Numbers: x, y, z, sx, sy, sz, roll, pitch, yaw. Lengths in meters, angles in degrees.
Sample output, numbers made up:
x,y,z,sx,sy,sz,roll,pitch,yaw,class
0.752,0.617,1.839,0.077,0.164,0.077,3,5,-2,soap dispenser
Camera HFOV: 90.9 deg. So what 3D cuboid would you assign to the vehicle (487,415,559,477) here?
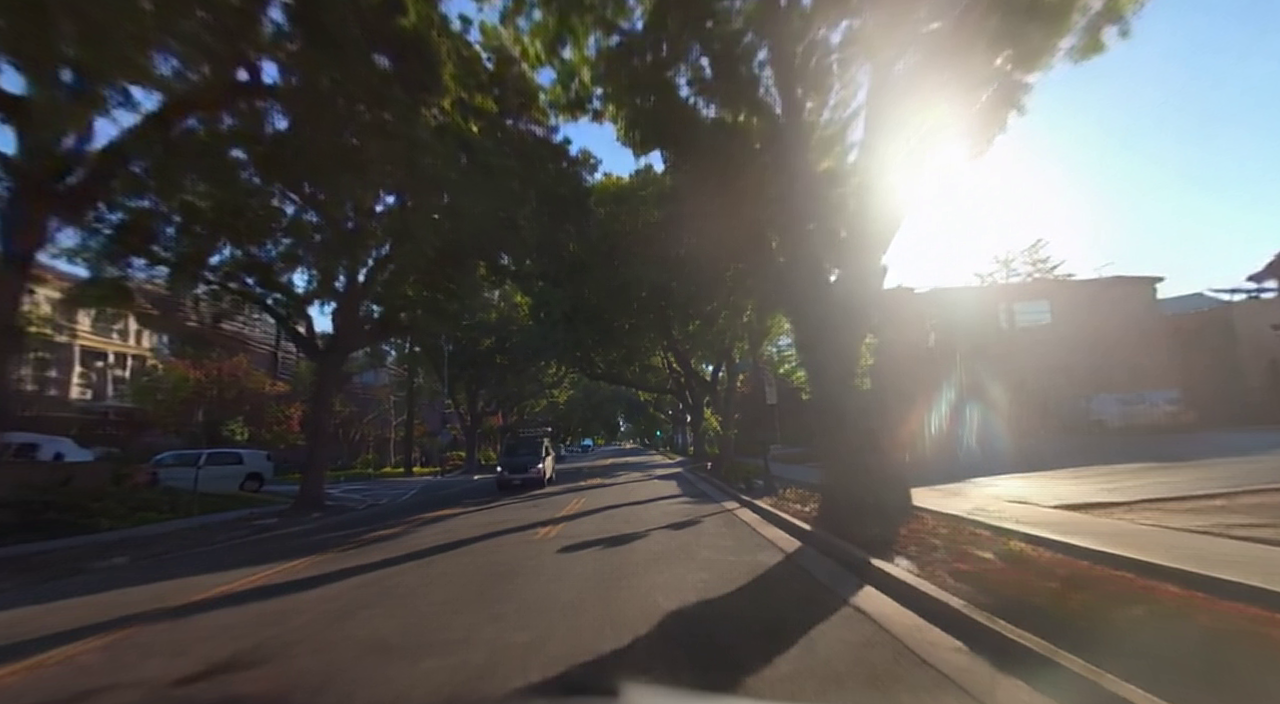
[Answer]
x,y,z,sx,sy,sz,roll,pitch,yaw,class
-5.654,4.688,31.420,2.303,2.760,5.868,-1,-8,2,vehicle
